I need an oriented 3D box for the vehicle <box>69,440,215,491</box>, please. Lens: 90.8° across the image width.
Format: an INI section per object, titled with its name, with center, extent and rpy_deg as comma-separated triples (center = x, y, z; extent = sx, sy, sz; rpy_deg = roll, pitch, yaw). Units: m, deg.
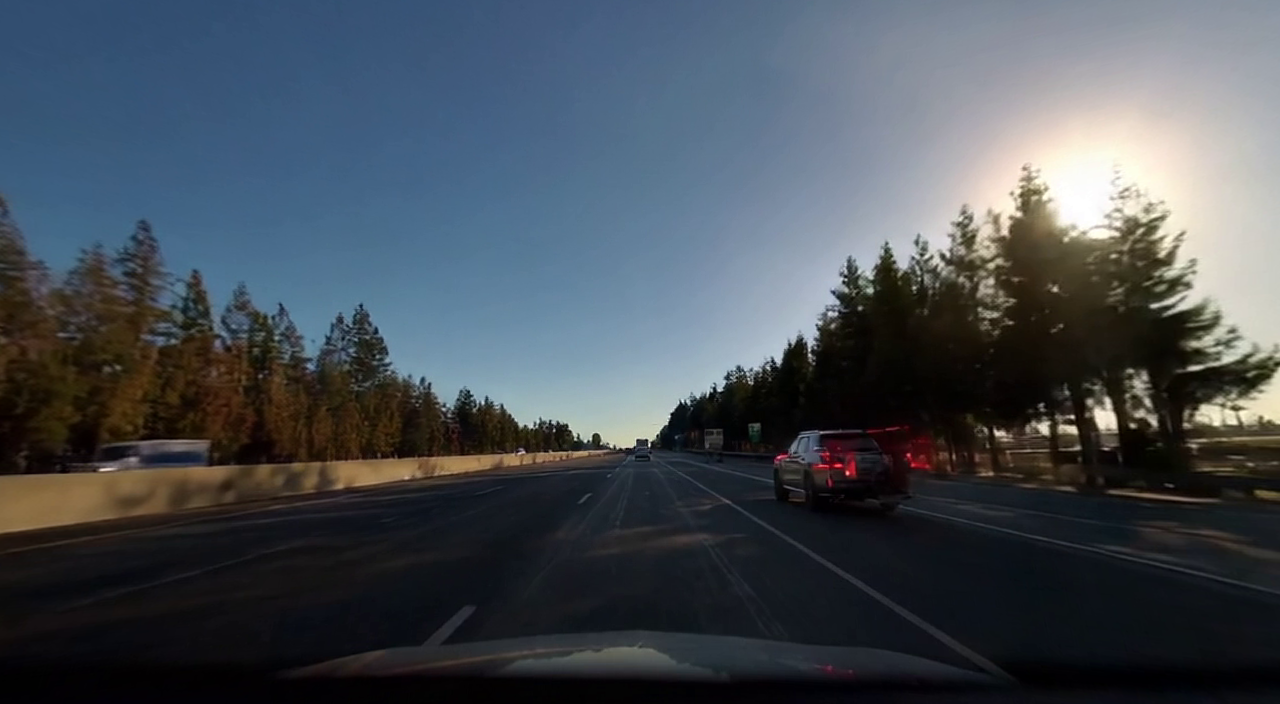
[vehicle]
center = -23.883, 5.454, 30.686
extent = 2.340, 2.235, 5.702
rpy_deg = 0, -9, 1
